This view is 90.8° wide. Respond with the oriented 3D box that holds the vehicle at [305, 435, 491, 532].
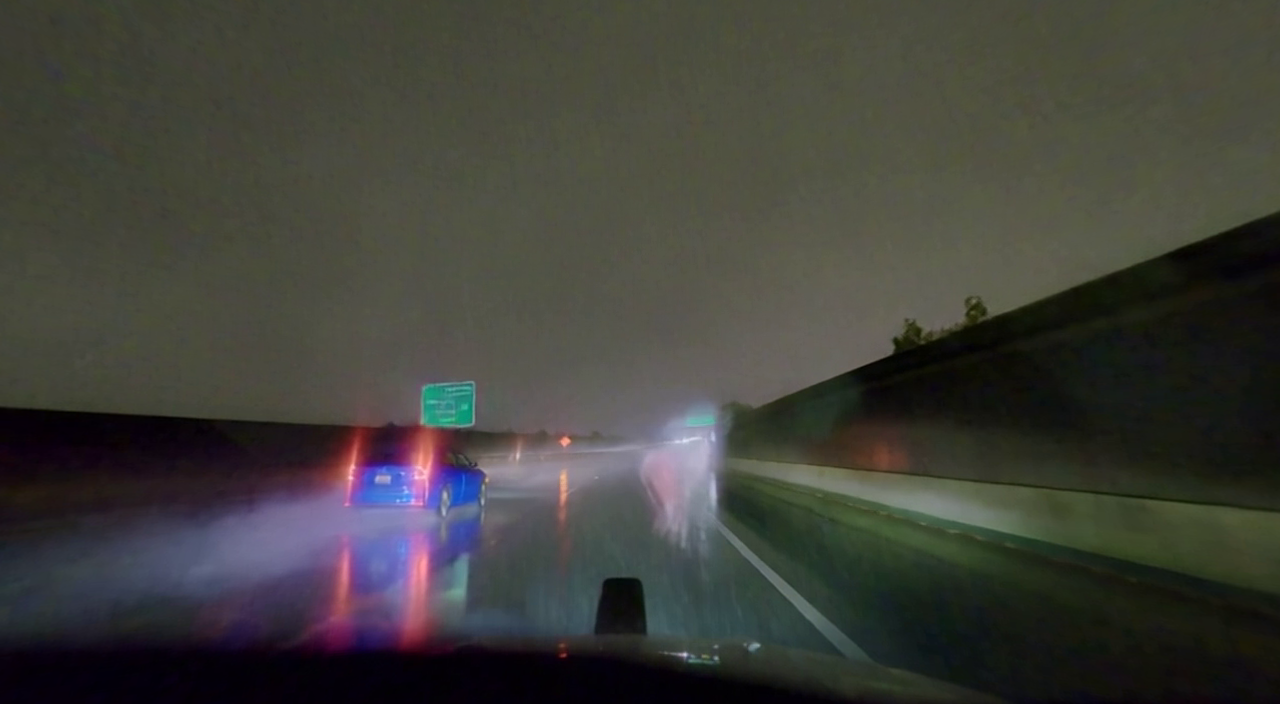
[{"bbox_3d":[-4.277,2.370,11.904,1.928,1.504,3.745,0,-9,1],"label":"vehicle"}]
